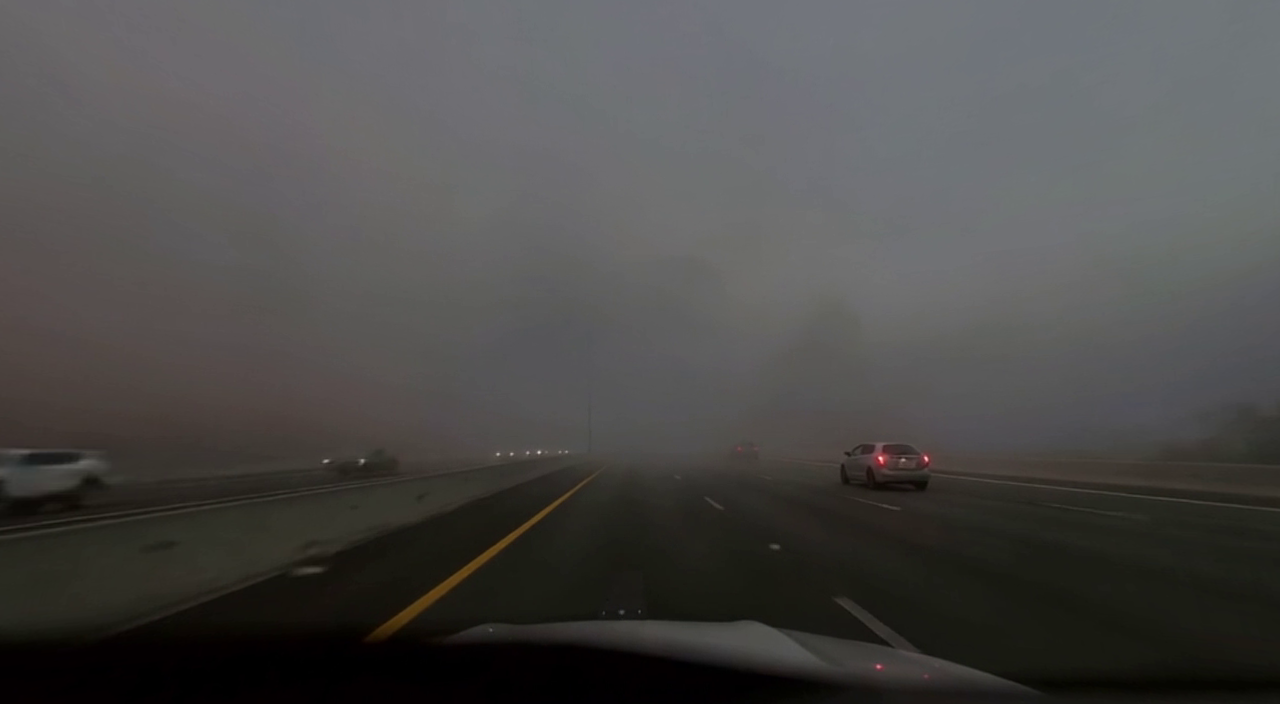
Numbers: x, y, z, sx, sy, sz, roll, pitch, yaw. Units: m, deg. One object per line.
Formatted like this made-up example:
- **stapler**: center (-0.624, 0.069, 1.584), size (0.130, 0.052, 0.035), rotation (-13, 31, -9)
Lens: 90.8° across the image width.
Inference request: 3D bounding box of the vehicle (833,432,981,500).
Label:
- **vehicle**: center (6.952, 3.017, 17.139), size (1.901, 1.548, 4.684), rotation (0, -8, -1)

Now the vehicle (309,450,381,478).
- **vehicle**: center (-17.108, 6.481, 36.915), size (1.916, 1.497, 4.761), rotation (0, -8, 0)
